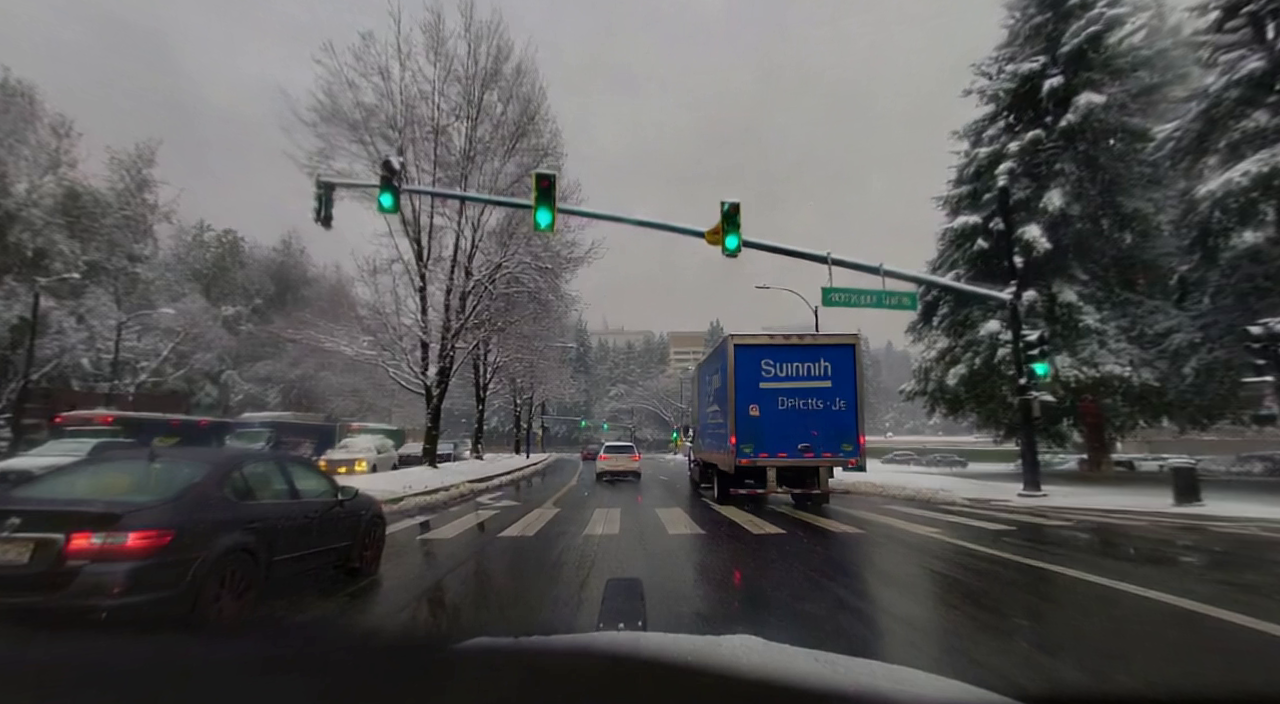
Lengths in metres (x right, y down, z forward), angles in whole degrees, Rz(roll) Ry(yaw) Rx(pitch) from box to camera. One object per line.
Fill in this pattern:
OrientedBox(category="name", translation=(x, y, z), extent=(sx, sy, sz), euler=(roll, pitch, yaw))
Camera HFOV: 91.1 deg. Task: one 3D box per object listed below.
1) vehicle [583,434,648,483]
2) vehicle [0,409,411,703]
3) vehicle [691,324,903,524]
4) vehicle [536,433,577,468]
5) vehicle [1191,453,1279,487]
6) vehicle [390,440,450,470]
OrientedBox(category="vehicle", translation=(-1.056, 4.304, 25.640), extent=(2.388, 1.811, 4.455), euler=(1, -9, -4))
OrientedBox(category="vehicle", translation=(-3.748, 1.386, 5.462), extent=(1.828, 1.515, 4.422), euler=(0, -9, 0))
OrientedBox(category="vehicle", translation=(3.195, 1.907, 15.734), extent=(2.905, 3.644, 8.441), euler=(0, -9, -1))
OrientedBox(category="vehicle", translation=(-5.581, 6.660, 42.667), extent=(2.269, 2.181, 5.787), euler=(0, -9, -3))
OrientedBox(category="vehicle", translation=(32.182, 6.291, 33.765), extent=(4.767, 1.660, 2.089), euler=(5, -9, -28))
OrientedBox(category="vehicle", translation=(-13.332, 6.263, 38.361), extent=(2.241, 1.705, 4.807), euler=(1, -9, -4))
